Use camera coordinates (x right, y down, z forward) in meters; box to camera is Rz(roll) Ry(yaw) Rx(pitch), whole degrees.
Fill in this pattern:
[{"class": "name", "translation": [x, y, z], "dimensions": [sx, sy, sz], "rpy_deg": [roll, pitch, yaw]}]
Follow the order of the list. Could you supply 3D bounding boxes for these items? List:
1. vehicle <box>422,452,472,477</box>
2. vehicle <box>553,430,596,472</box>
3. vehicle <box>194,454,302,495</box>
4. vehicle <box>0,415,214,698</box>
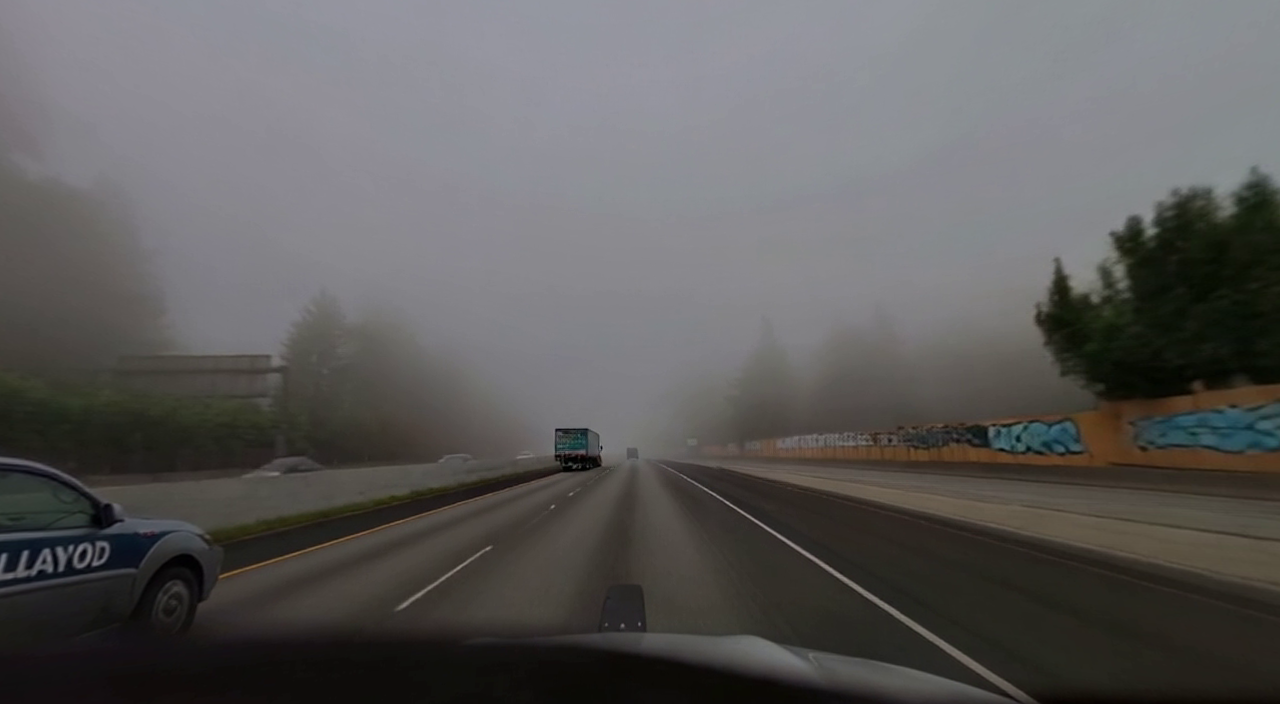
[{"class": "vehicle", "translation": [-12.356, 7.244, 40.671], "dimensions": [1.800, 1.477, 4.461], "rpy_deg": [0, -9, 0]}, {"class": "vehicle", "translation": [-4.176, 6.447, 41.231], "dimensions": [2.305, 2.517, 5.486], "rpy_deg": [0, -9, 0]}, {"class": "vehicle", "translation": [-17.038, 5.305, 27.697], "dimensions": [1.917, 1.597, 4.357], "rpy_deg": [-1, -9, 0]}, {"class": "vehicle", "translation": [-4.404, 0.987, 2.680], "dimensions": [2.024, 1.476, 4.466], "rpy_deg": [-1, -9, 1]}]
